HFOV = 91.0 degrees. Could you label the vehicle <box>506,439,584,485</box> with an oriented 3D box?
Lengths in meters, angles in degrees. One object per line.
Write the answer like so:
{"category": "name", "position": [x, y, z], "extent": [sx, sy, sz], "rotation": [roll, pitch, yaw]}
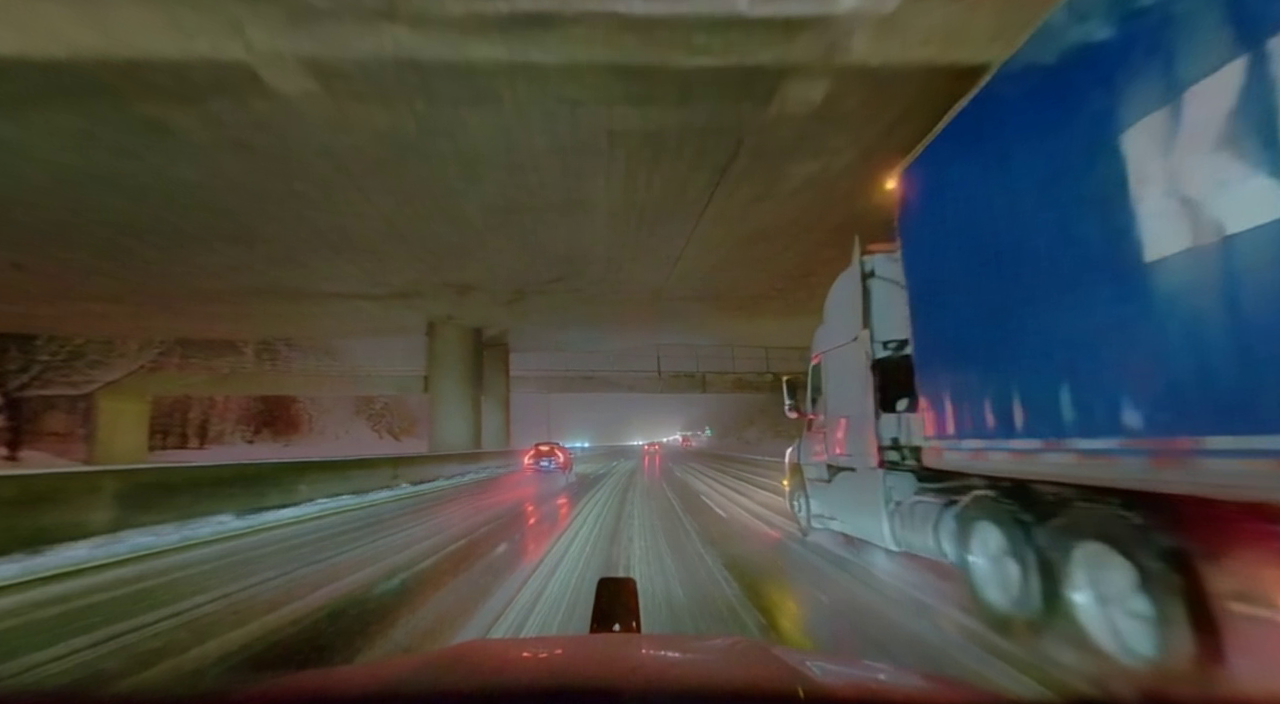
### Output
{"category": "vehicle", "position": [-3.486, 4.135, 24.046], "extent": [2.276, 1.551, 4.484], "rotation": [0, -8, 1]}

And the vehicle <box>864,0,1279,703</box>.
{"category": "vehicle", "position": [3.716, 0.033, 3.778], "extent": [3.188, 3.556, 3.732], "rotation": [0, -8, -1]}
